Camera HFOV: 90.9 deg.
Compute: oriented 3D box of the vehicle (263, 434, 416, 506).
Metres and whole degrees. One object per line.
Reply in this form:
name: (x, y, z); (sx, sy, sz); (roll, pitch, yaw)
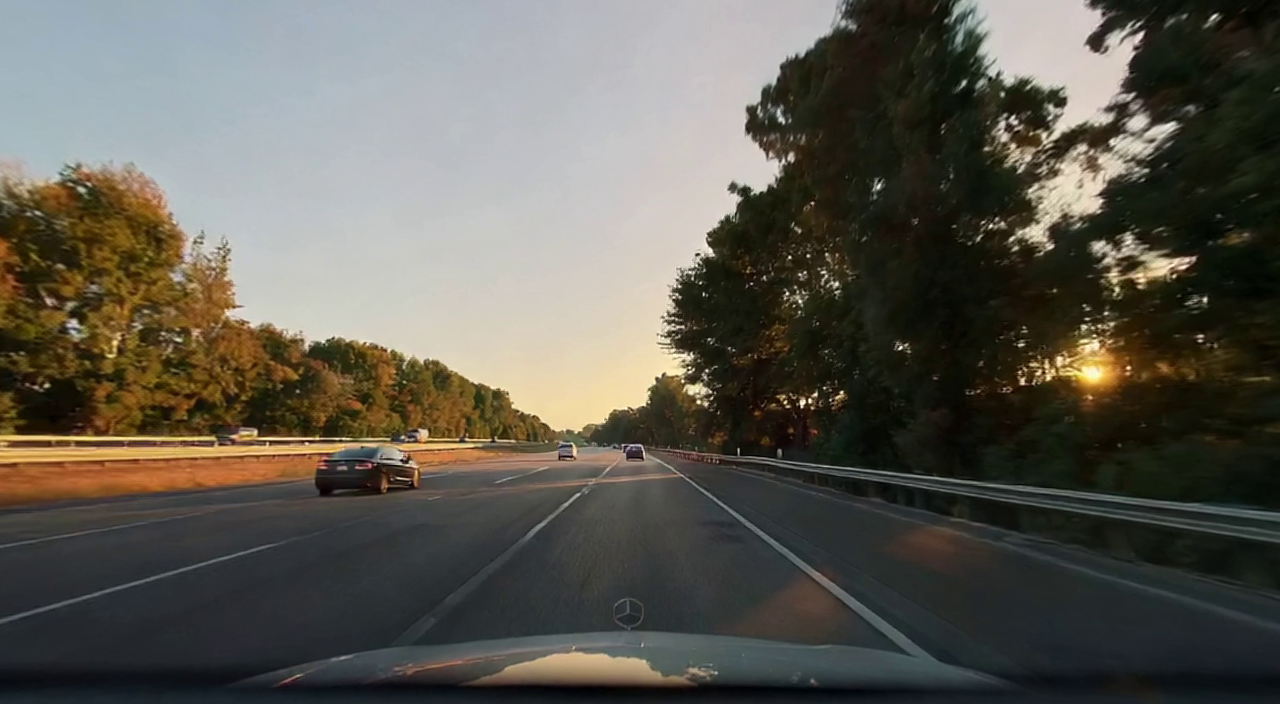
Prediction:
vehicle: (-7.446, 2.947, 16.147); (1.972, 1.603, 3.891); (0, -8, 0)
